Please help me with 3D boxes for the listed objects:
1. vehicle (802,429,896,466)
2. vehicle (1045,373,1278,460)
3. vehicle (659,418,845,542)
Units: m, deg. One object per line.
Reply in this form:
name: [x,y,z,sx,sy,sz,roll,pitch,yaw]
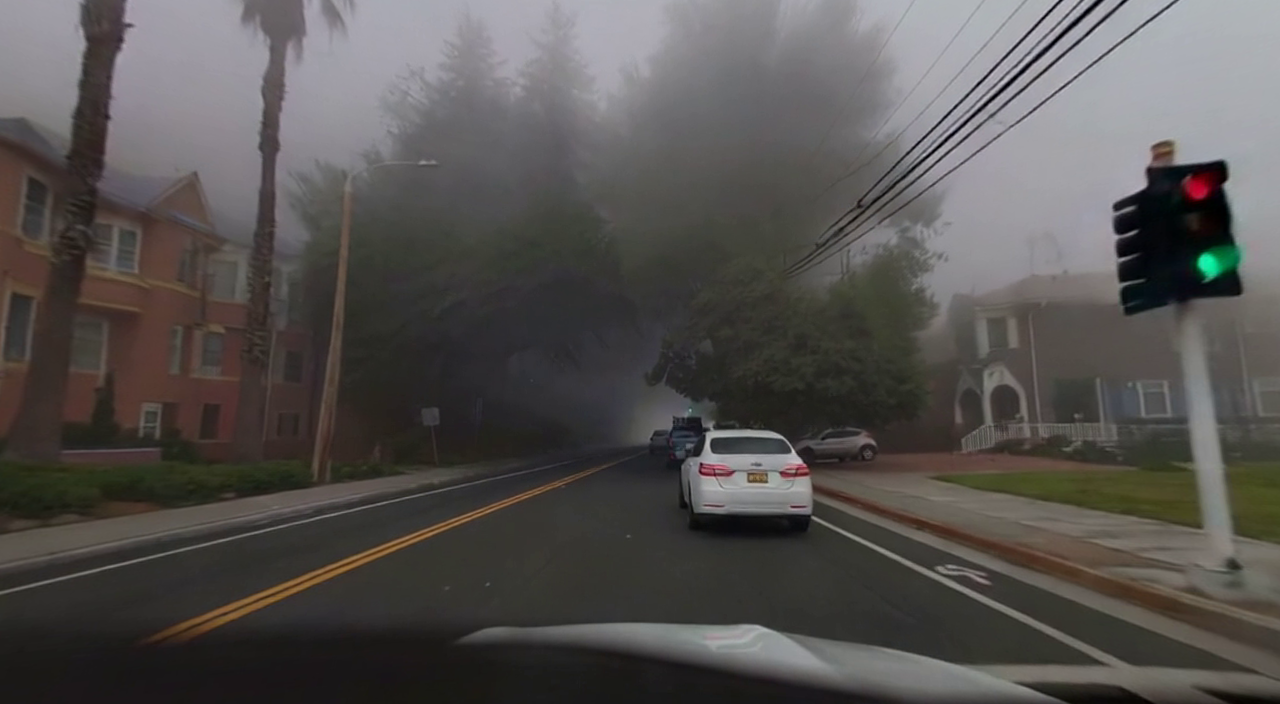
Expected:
vehicle: [9.583,4.367,28.920,4.255,1.566,1.923,6,-10,-36]
vehicle: [17.619,2.216,21.609,5.880,2.540,2.003,-3,-7,2]
vehicle: [1.489,1.964,10.337,2.096,1.552,4.519,0,-9,-2]
